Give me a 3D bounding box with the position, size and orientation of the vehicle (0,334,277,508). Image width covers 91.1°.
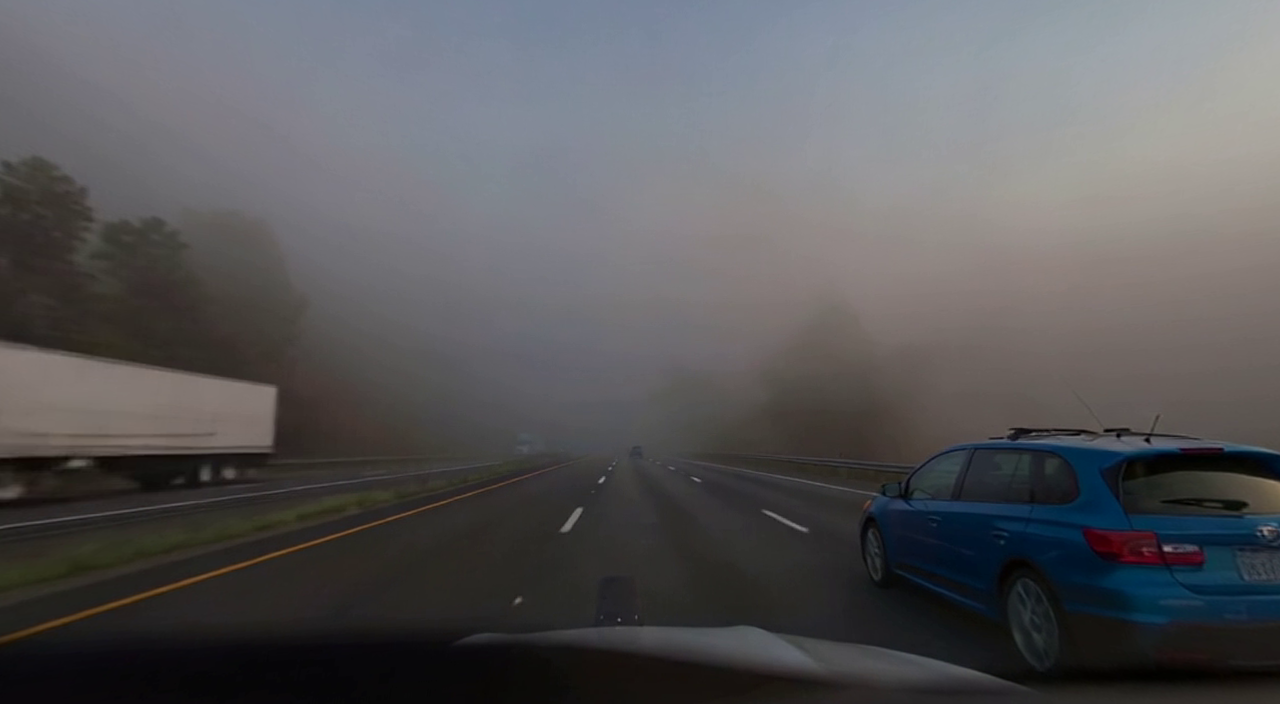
[{"bbox_3d":[-16.838,2.329,19.467,3.058,4.084,14.014,0,-9,-1],"label":"vehicle"}]
